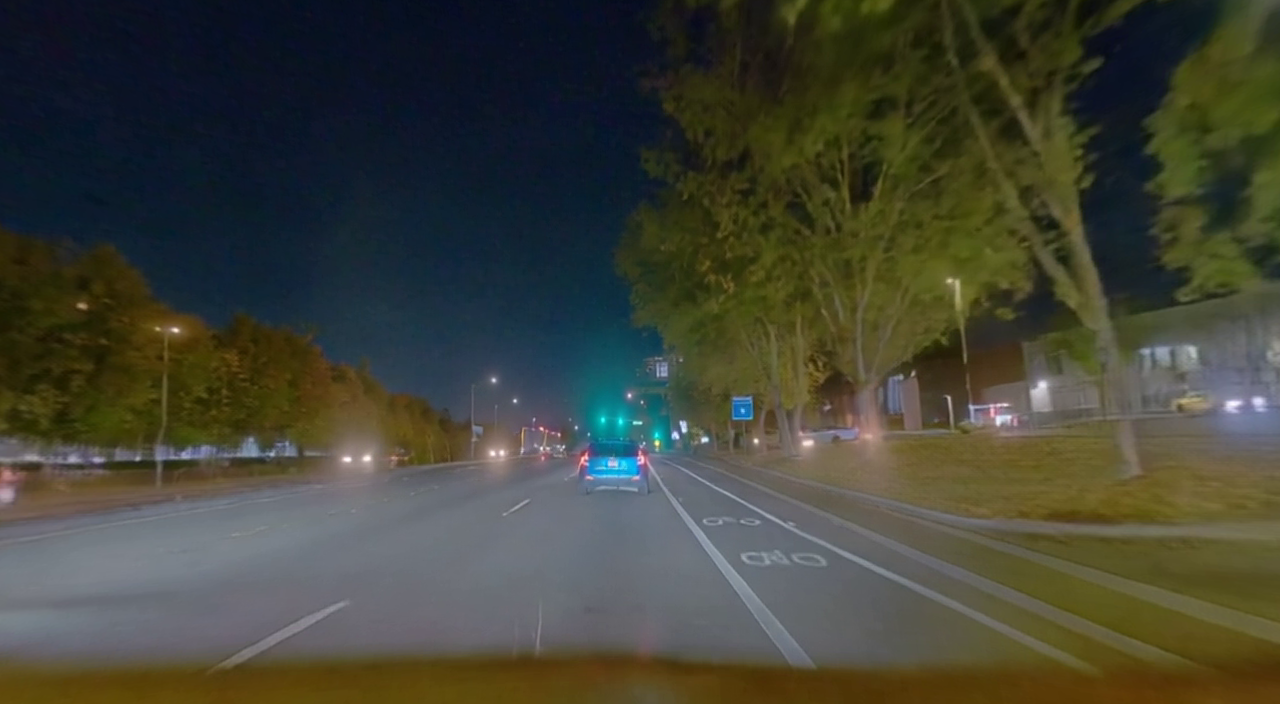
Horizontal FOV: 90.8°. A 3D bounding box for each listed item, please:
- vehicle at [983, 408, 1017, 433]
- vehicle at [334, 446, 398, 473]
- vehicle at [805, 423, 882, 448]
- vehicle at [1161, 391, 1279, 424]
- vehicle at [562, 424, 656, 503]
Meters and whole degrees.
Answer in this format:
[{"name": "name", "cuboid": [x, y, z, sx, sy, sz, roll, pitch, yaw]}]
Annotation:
[{"name": "vehicle", "cuboid": [26.348, 5.080, 46.345, 1.895, 1.576, 4.434, -5, -10, 27]}, {"name": "vehicle", "cuboid": [-17.475, 6.853, 40.587, 1.978, 1.620, 4.642, 0, -8, 0]}, {"name": "vehicle", "cuboid": [12.653, 5.239, 39.472, 4.204, 1.486, 1.781, 1, -8, -1]}, {"name": "vehicle", "cuboid": [32.682, 3.192, 35.705, 1.851, 1.595, 4.463, 5, -10, -28]}, {"name": "vehicle", "cuboid": [-0.733, 2.836, 16.437, 2.131, 1.761, 4.242, 0, -8, -1]}]
